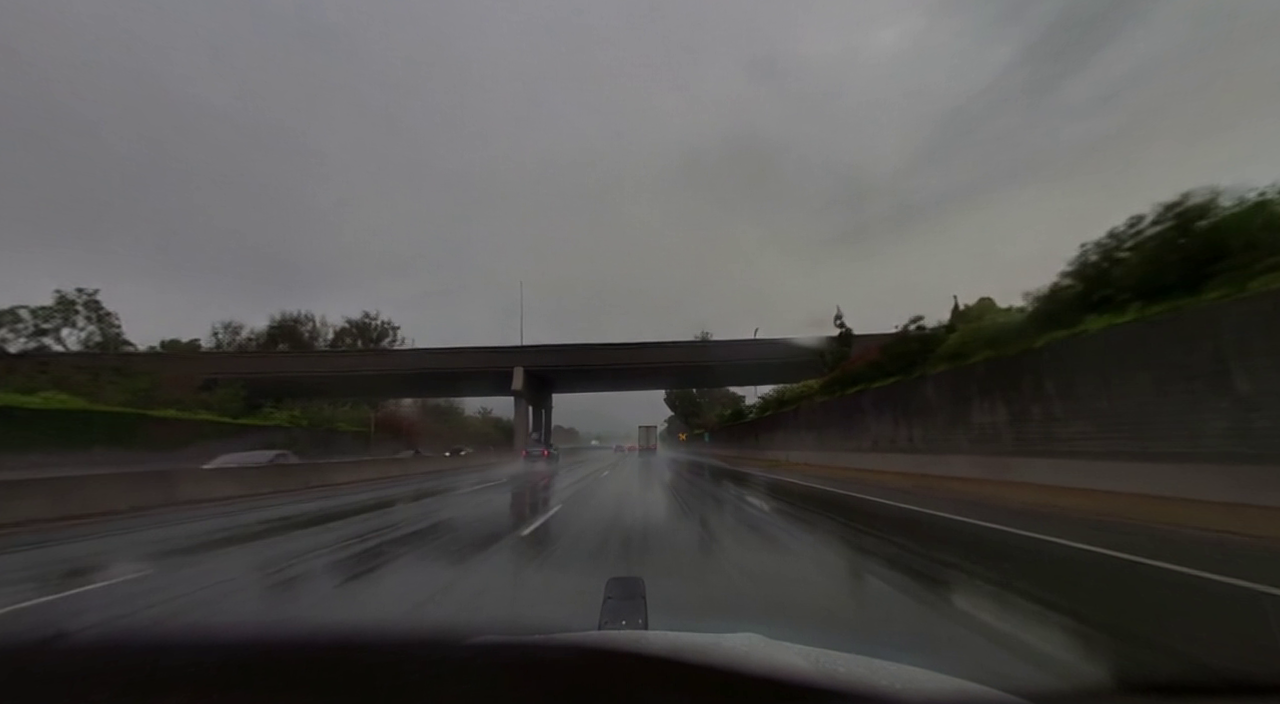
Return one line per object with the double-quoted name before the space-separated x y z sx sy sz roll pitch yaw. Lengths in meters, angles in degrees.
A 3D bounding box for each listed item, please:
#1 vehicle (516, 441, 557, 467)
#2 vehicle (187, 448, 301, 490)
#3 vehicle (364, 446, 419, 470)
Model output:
"vehicle" -7.101 7.032 43.628 1.981 1.685 4.171 0 -8 1
"vehicle" -16.317 4.799 26.291 1.886 1.531 4.331 0 -8 1
"vehicle" -17.928 7.640 45.745 1.890 1.623 4.607 -1 -8 3
